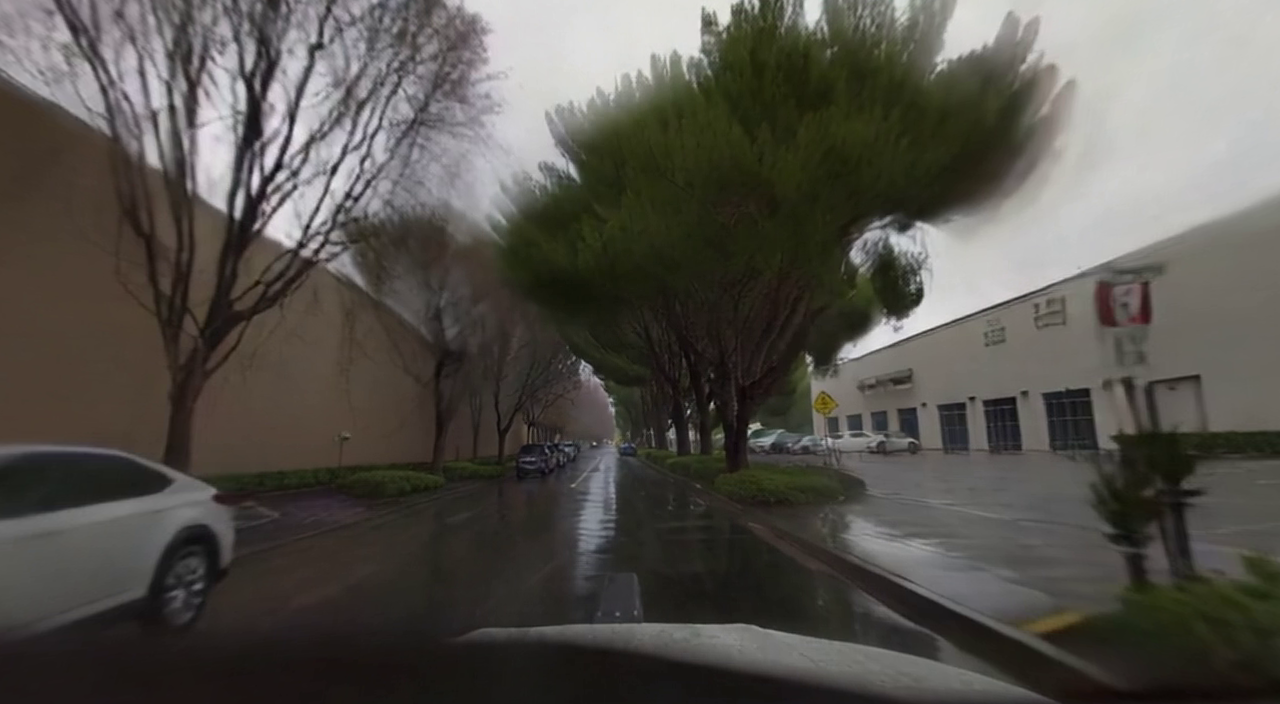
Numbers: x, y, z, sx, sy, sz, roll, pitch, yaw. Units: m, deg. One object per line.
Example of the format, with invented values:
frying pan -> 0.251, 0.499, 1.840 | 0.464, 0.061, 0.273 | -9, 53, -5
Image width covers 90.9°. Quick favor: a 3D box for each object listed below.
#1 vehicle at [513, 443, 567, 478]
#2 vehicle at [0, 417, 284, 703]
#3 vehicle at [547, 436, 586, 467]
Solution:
vehicle -> -5.003, 5.486, 32.107 | 2.040, 1.501, 4.440 | -4, -9, -2
vehicle -> -4.121, 1.219, 3.526 | 1.912, 1.628, 4.233 | -1, -8, -3
vehicle -> -5.077, 7.014, 44.132 | 2.161, 1.843, 5.181 | -4, -10, -2
